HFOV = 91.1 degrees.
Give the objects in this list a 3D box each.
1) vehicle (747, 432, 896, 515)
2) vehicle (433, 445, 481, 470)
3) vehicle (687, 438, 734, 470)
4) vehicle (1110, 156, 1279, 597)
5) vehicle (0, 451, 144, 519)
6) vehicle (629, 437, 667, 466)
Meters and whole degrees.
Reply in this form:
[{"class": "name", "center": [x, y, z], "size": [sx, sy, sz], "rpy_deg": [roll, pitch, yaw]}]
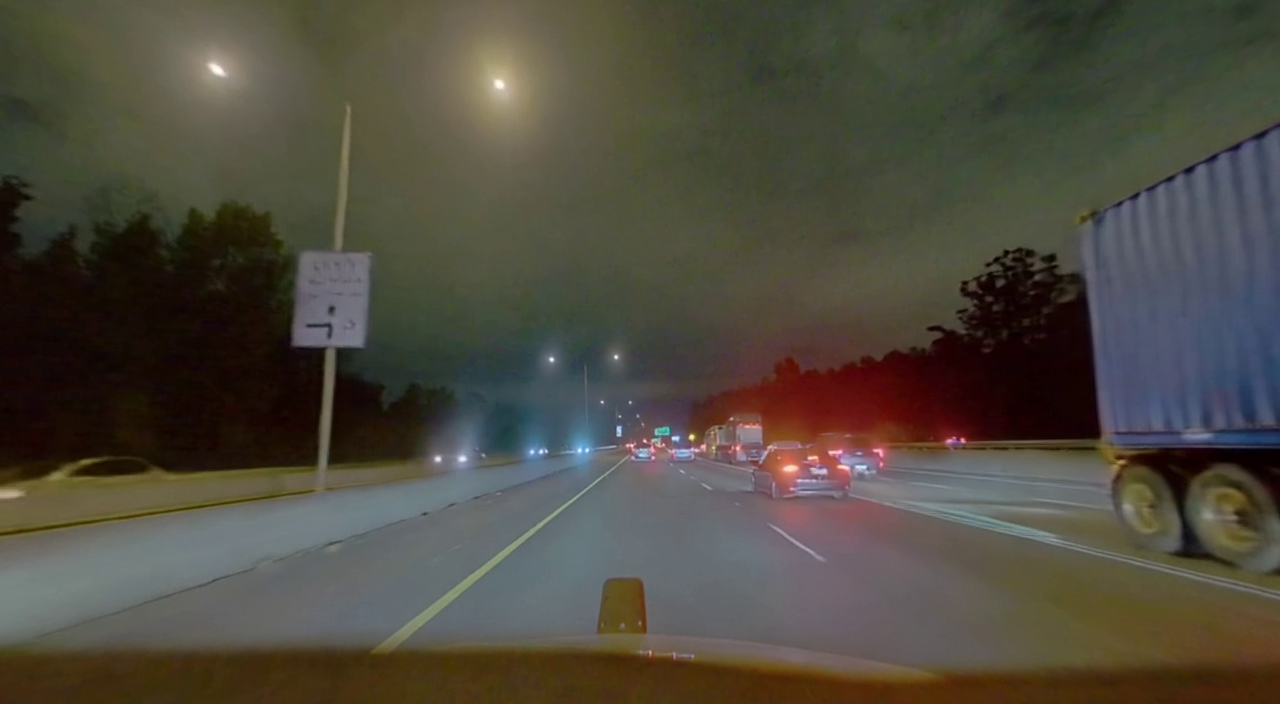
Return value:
[{"class": "vehicle", "center": [3.697, 2.559, 13.794], "size": [1.888, 1.501, 4.608], "rpy_deg": [0, -8, 0]}, {"class": "vehicle", "center": [-13.131, 7.599, 45.332], "size": [1.987, 1.671, 4.600], "rpy_deg": [0, -8, 2]}, {"class": "vehicle", "center": [3.909, 5.709, 35.363], "size": [2.084, 1.668, 4.511], "rpy_deg": [0, -8, 0]}, {"class": "vehicle", "center": [7.286, -0.071, 3.804], "size": [2.824, 4.018, 7.624], "rpy_deg": [0, -8, 1]}, {"class": "vehicle", "center": [-17.246, 3.705, 18.012], "size": [2.123, 1.677, 4.721], "rpy_deg": [0, -8, 0]}, {"class": "vehicle", "center": [0.503, 6.338, 40.007], "size": [2.313, 1.736, 4.215], "rpy_deg": [0, -8, 1]}]
